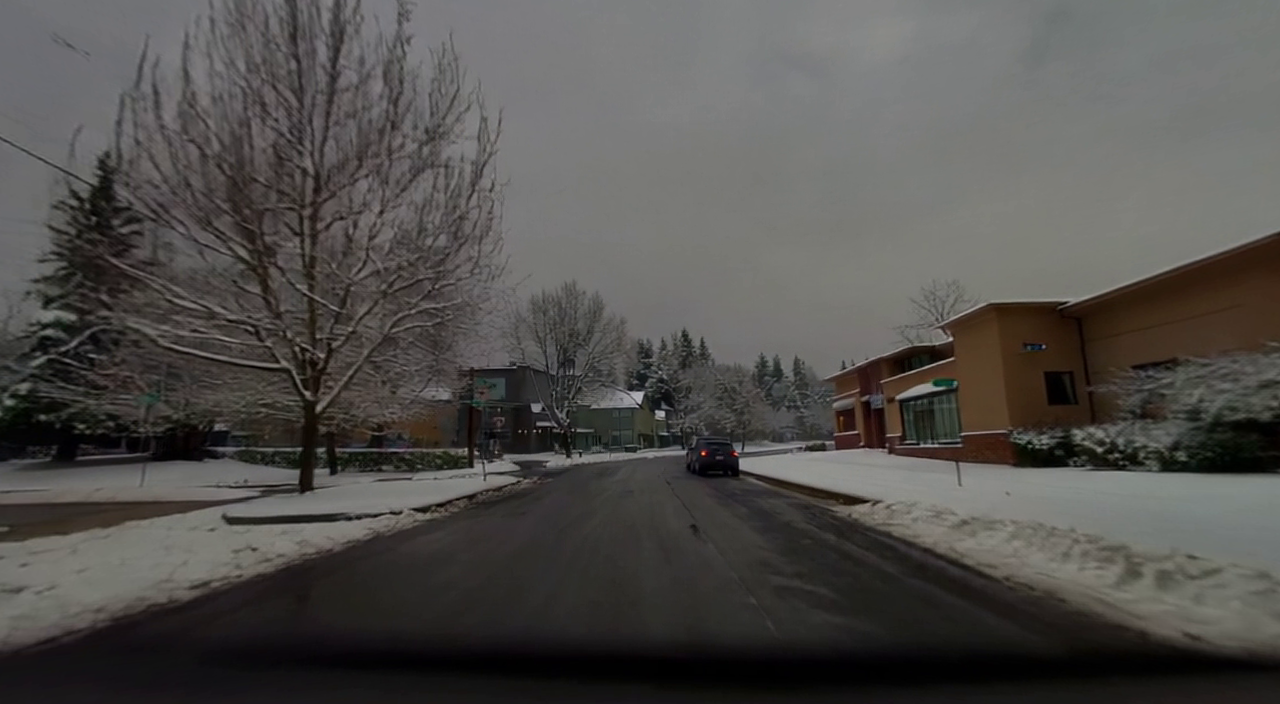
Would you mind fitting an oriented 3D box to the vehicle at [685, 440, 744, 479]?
[{"bbox_3d":[3.127,4.619,27.419,2.064,1.532,4.596,0,-8,1],"label":"vehicle"}]
